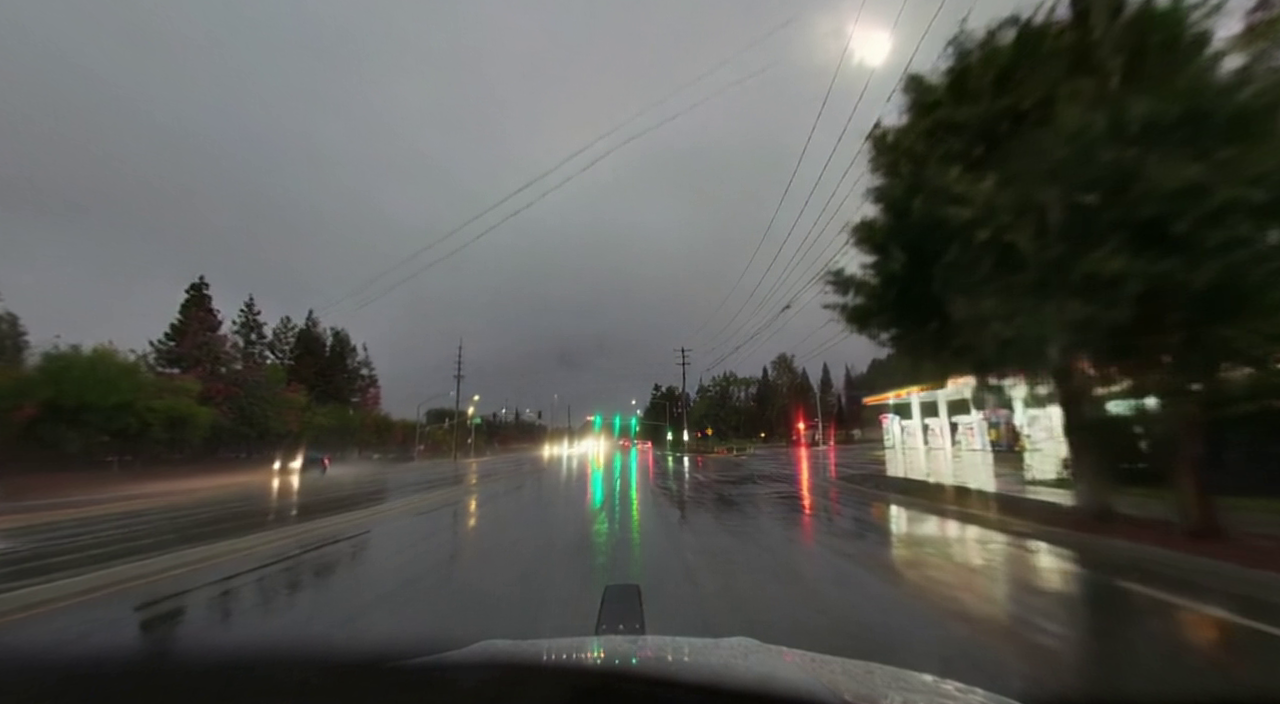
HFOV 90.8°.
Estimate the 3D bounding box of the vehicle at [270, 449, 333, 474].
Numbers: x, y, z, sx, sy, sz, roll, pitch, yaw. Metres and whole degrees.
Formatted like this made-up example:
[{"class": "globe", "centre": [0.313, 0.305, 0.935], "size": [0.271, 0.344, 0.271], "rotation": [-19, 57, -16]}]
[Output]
[{"class": "vehicle", "centre": [-24.886, 8.066, 46.654], "size": [2.210, 1.716, 4.539], "rotation": [0, -8, -1]}]
